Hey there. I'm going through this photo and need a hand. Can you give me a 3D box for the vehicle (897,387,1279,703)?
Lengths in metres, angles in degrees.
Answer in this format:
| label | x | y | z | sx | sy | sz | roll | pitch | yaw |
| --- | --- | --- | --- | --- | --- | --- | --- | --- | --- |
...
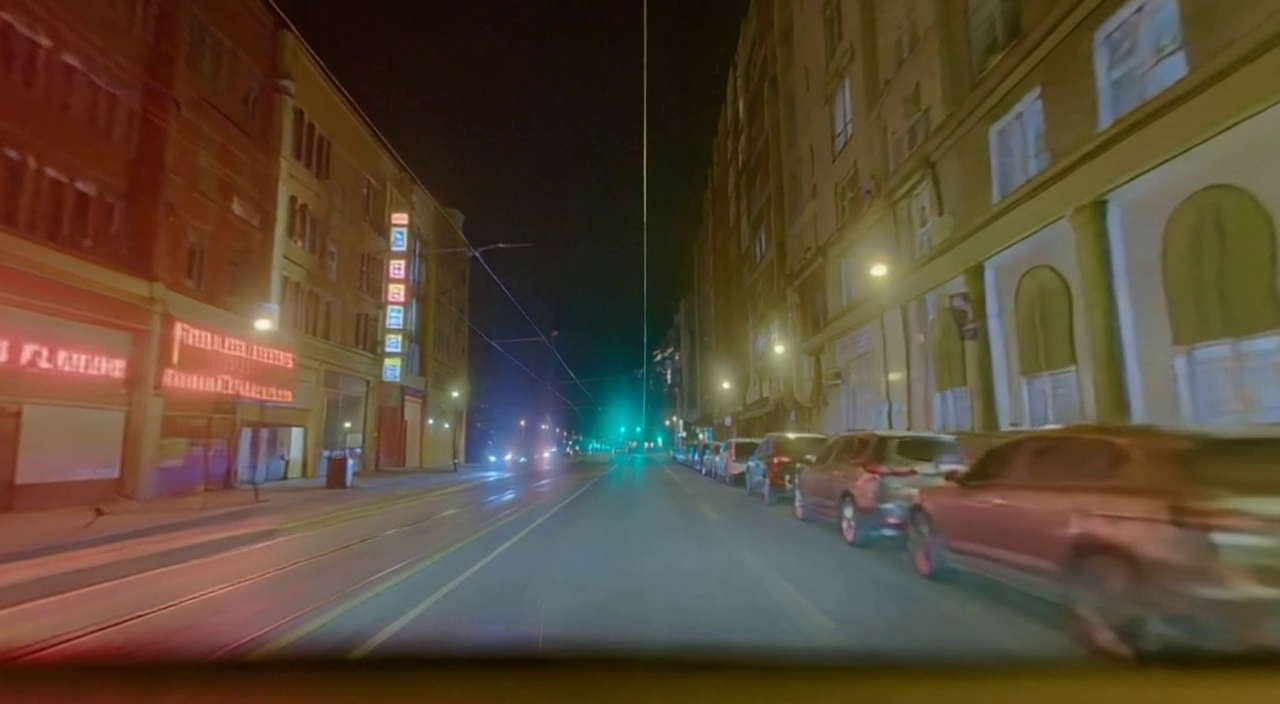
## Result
| label | x | y | z | sx | sy | sz | roll | pitch | yaw |
| --- | --- | --- | --- | --- | --- | --- | --- | --- | --- |
| vehicle | 3.598 | 1.178 | 4.639 | 1.808 | 1.541 | 3.644 | -1 | -8 | 0 |
